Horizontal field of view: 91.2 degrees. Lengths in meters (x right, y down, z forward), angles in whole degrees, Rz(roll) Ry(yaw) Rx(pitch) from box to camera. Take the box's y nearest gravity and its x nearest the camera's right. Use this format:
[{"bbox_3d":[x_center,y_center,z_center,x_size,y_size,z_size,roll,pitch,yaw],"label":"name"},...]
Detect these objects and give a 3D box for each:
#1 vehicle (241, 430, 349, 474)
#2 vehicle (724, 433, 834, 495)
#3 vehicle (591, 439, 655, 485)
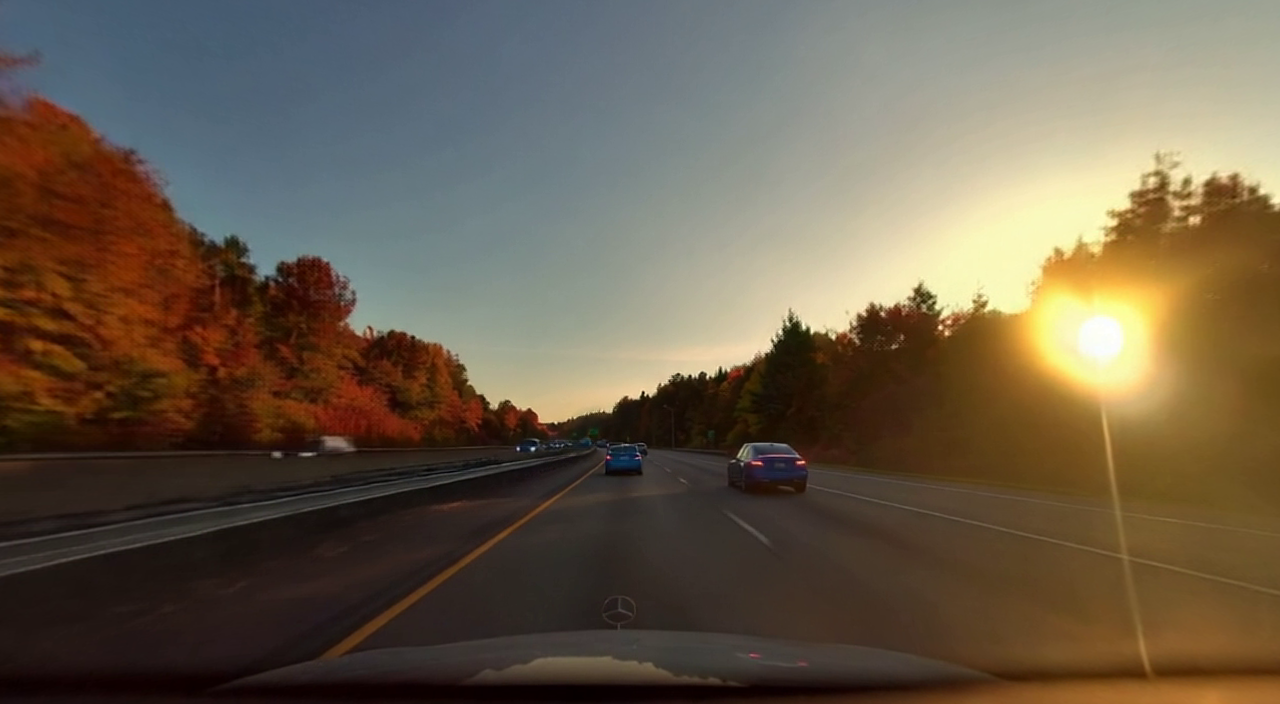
[{"bbox_3d":[-14.175,4.143,26.103,1.954,1.642,4.540,0,-9,-1],"label":"vehicle"},{"bbox_3d":[3.902,3.247,18.439,2.300,1.595,4.144,-1,-9,0],"label":"vehicle"},{"bbox_3d":[-0.582,4.032,23.211,2.128,1.516,4.410,0,-9,0],"label":"vehicle"}]
